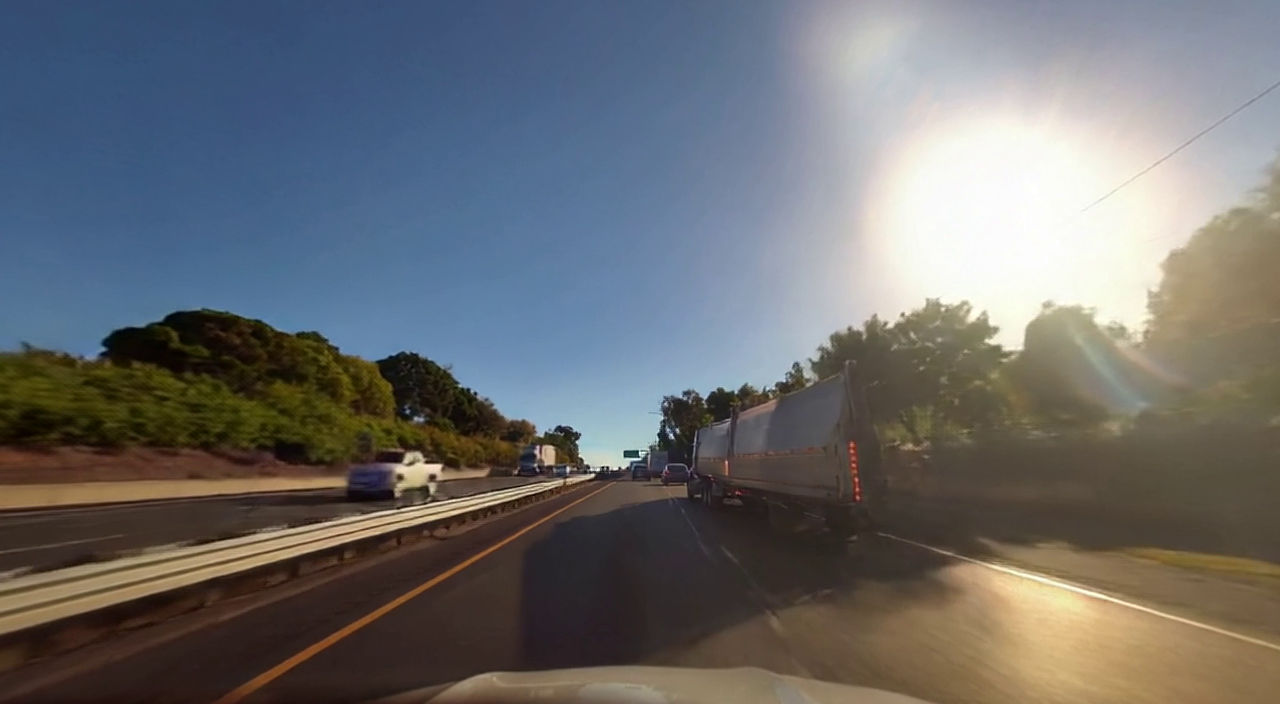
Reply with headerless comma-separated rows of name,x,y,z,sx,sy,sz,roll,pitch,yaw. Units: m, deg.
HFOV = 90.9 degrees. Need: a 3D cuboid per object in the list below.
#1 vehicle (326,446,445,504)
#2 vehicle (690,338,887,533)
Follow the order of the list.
vehicle,-9.395,4.615,23.850,2.377,1.908,4.959,1,-10,0
vehicle,3.645,2.984,20.330,2.863,4.088,14.040,1,-10,0
